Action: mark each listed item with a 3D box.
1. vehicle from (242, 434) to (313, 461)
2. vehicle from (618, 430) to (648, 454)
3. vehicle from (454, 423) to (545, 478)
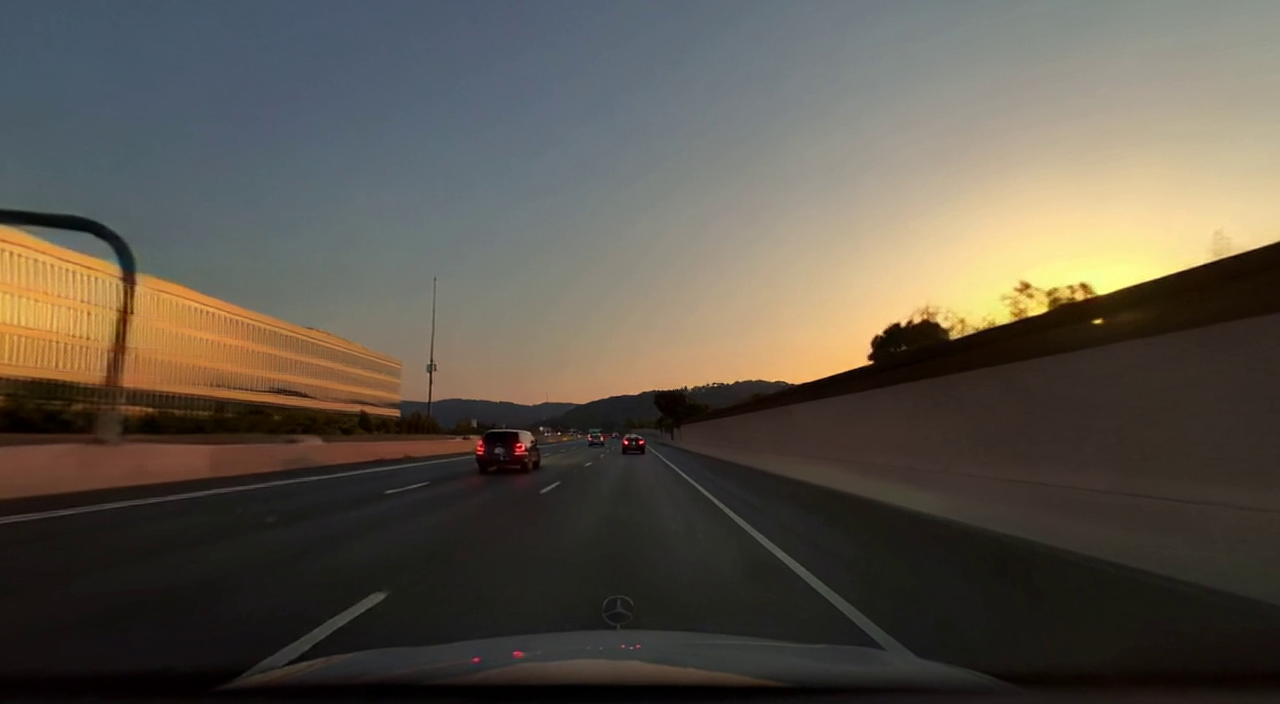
[{"bbox_3d":[-21.179,5.574,36.927,1.807,1.443,3.987,0,-8,-1],"label":"vehicle"},{"bbox_3d":[-0.486,6.360,44.438,2.036,1.637,4.009,0,-8,-1],"label":"vehicle"},{"bbox_3d":[-4.546,3.265,21.135,2.036,1.612,4.510,0,-8,0],"label":"vehicle"}]
